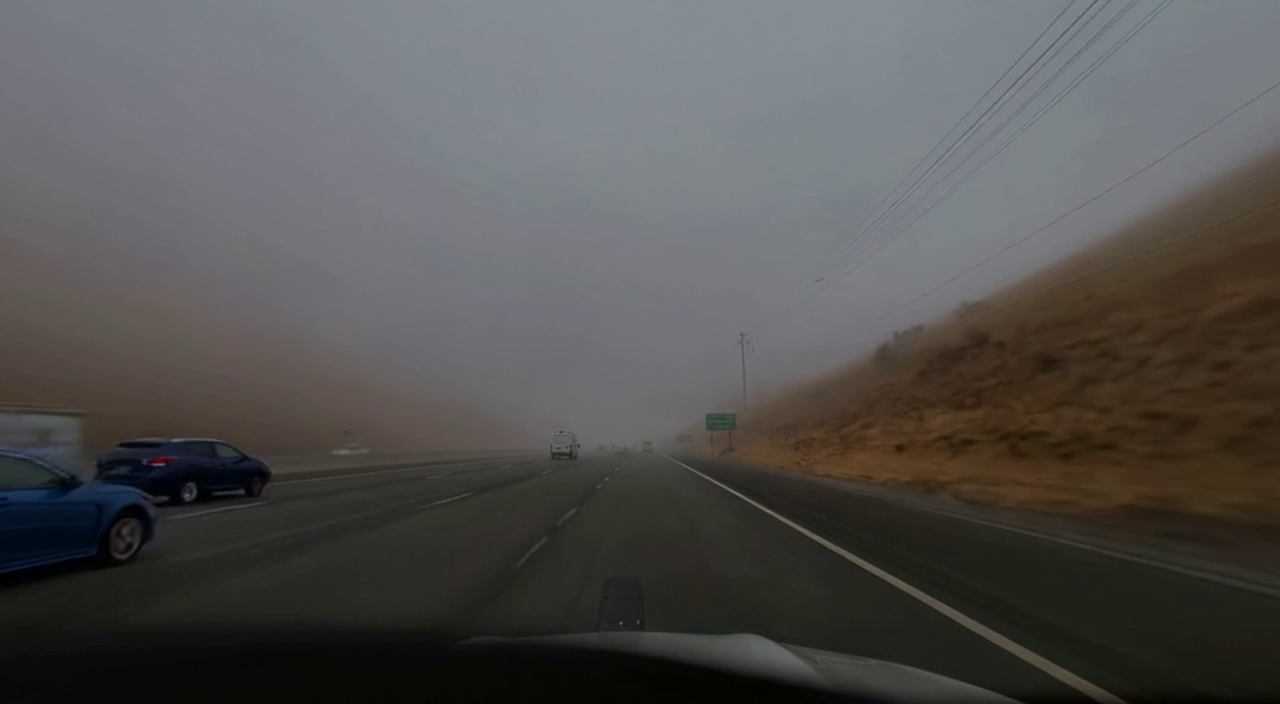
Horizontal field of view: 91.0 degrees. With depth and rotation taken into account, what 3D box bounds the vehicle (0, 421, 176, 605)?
[{"bbox_3d":[-6.164,1.216,4.567,1.955,1.469,4.554,0,-9,3],"label":"vehicle"}]
